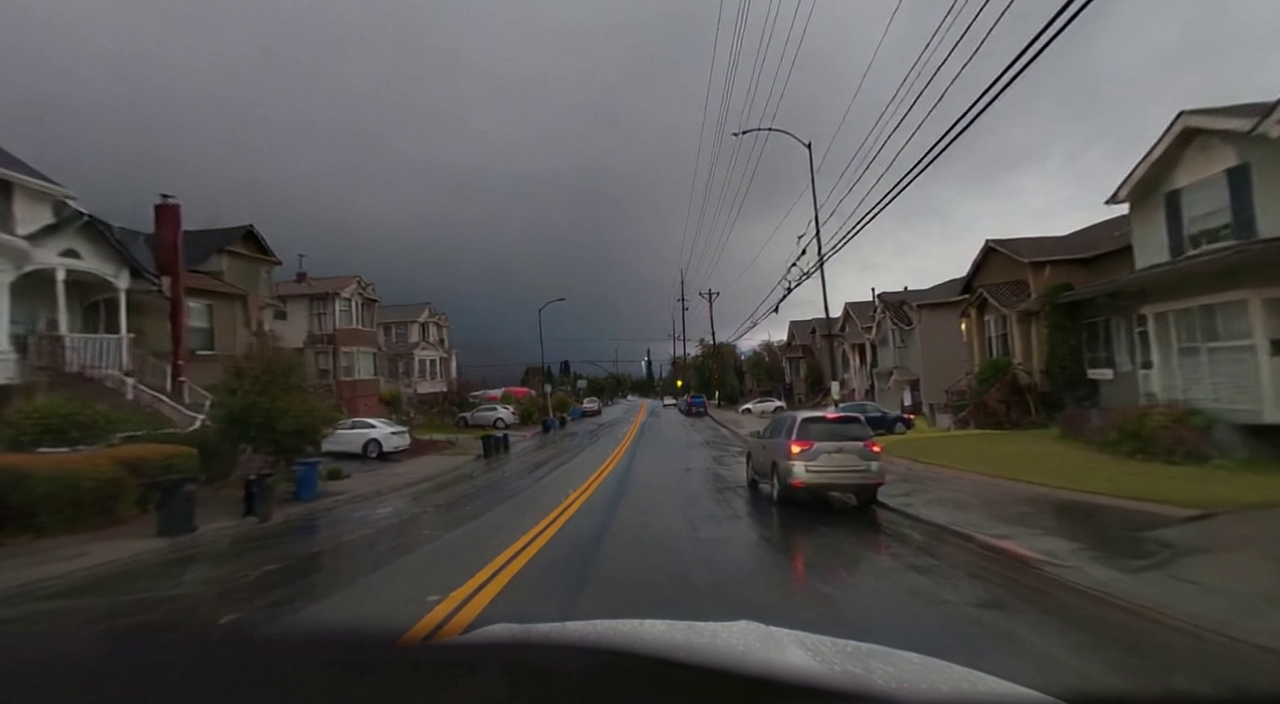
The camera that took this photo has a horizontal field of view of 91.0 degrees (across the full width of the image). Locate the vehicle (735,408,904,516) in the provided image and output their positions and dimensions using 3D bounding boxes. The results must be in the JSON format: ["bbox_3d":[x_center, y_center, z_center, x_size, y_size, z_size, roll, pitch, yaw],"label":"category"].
[{"bbox_3d":[3.493,2.142,13.400,2.211,1.860,4.813,0,-5,0],"label":"vehicle"}]

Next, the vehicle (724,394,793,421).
[{"bbox_3d":[8.925,4.221,47.588,4.893,1.642,1.874,-3,-9,5],"label":"vehicle"}]

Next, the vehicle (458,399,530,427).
[{"bbox_3d":[-10.366,4.340,44.747,4.484,1.538,1.901,4,-7,5],"label":"vehicle"}]

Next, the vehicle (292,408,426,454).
[{"bbox_3d":[-11.481,3.299,25.955,4.525,1.797,2.024,-1,-9,5],"label":"vehicle"}]
